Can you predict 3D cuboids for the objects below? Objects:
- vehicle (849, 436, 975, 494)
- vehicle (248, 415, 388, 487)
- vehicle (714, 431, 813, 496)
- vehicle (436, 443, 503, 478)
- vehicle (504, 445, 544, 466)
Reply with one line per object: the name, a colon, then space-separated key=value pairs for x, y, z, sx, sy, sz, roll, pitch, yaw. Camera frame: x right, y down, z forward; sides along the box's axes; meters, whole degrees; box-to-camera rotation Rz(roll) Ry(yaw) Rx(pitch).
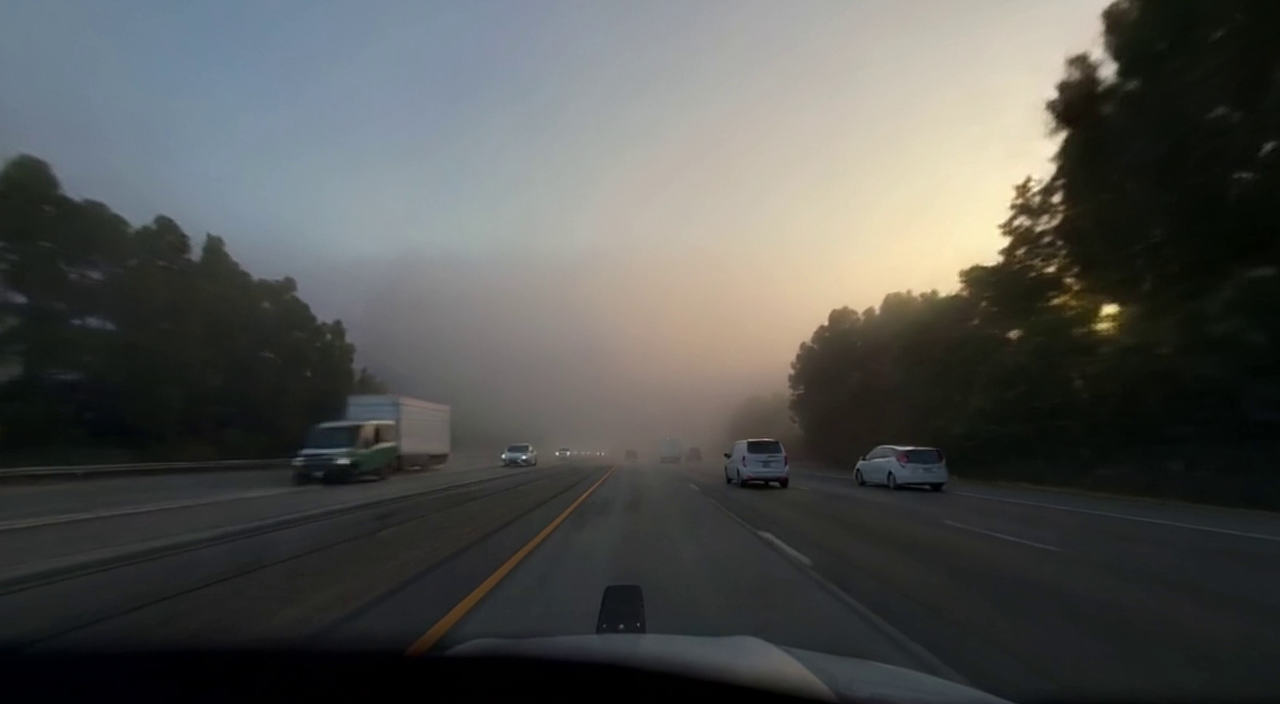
vehicle: x=8.610 y=3.616 z=20.511 sx=2.018 sy=1.636 sz=4.510 roll=0 pitch=-9 yaw=-1
vehicle: x=-12.013 y=3.773 z=24.174 sx=2.298 sy=2.378 sz=5.828 roll=0 pitch=-9 yaw=-1
vehicle: x=3.651 y=3.417 z=19.625 sx=2.070 sy=1.751 sz=4.576 roll=0 pitch=-9 yaw=-1
vehicle: x=-7.802 y=5.004 z=29.289 sx=1.928 sy=1.484 sz=4.428 roll=0 pitch=-9 yaw=0
vehicle: x=-8.480 y=7.621 z=46.564 sx=2.015 sy=1.467 sz=4.629 roll=0 pitch=-9 yaw=0
